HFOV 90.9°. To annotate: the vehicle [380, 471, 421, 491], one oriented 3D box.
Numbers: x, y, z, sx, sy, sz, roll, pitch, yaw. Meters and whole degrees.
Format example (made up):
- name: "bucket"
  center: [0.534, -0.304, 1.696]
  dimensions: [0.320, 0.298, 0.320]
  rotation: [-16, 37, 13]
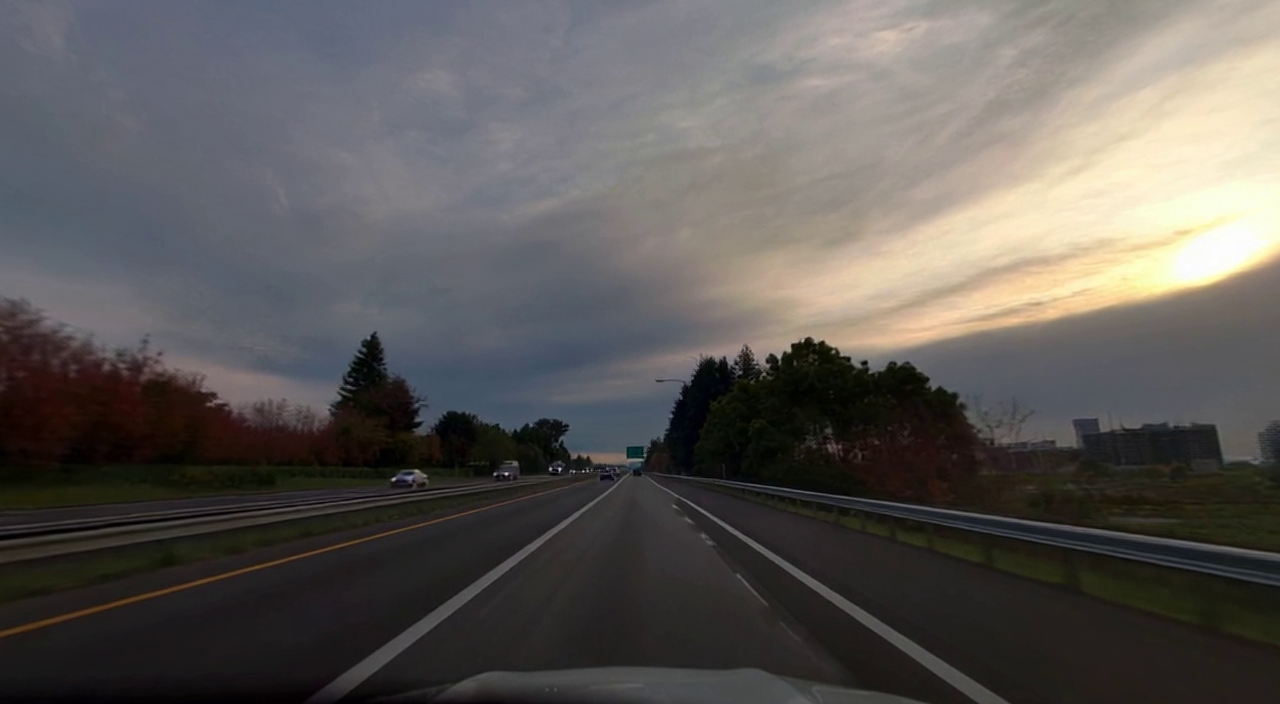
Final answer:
- name: "vehicle"
  center: [-18.228, 9.794, 48.025]
  dimensions: [1.726, 1.426, 3.490]
  rotation: [1, -11, 0]
